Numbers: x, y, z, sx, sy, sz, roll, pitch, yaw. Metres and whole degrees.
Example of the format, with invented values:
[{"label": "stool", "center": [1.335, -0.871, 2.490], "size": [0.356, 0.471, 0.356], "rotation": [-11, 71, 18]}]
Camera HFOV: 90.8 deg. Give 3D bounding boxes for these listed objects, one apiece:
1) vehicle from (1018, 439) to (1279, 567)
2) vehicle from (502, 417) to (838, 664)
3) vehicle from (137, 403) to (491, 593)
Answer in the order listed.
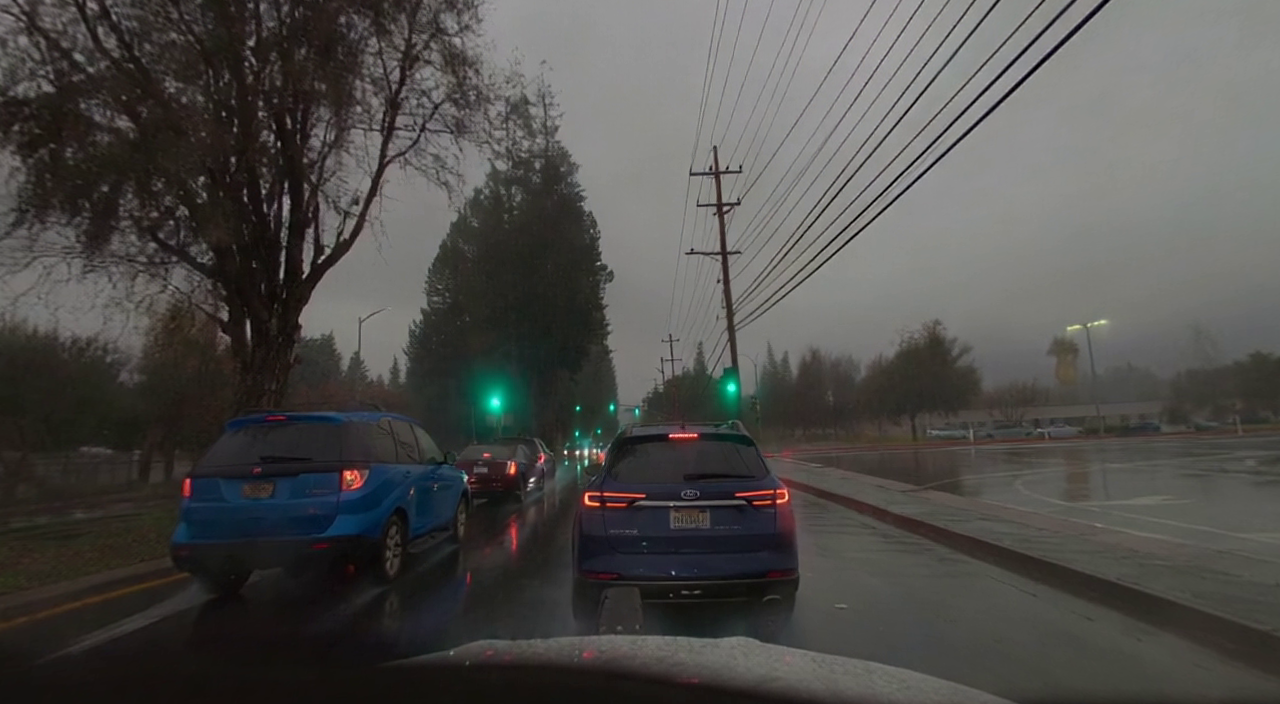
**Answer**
[{"label": "vehicle", "center": [8.382, 2.157, 9.923], "size": [1.993, 1.508, 4.521], "rotation": [0, -9, -1]}, {"label": "vehicle", "center": [0.112, 1.451, 5.944], "size": [2.056, 1.487, 4.003], "rotation": [0, -9, -2]}, {"label": "vehicle", "center": [-3.474, 1.647, 7.960], "size": [2.105, 1.706, 4.337], "rotation": [0, -9, 0]}]
